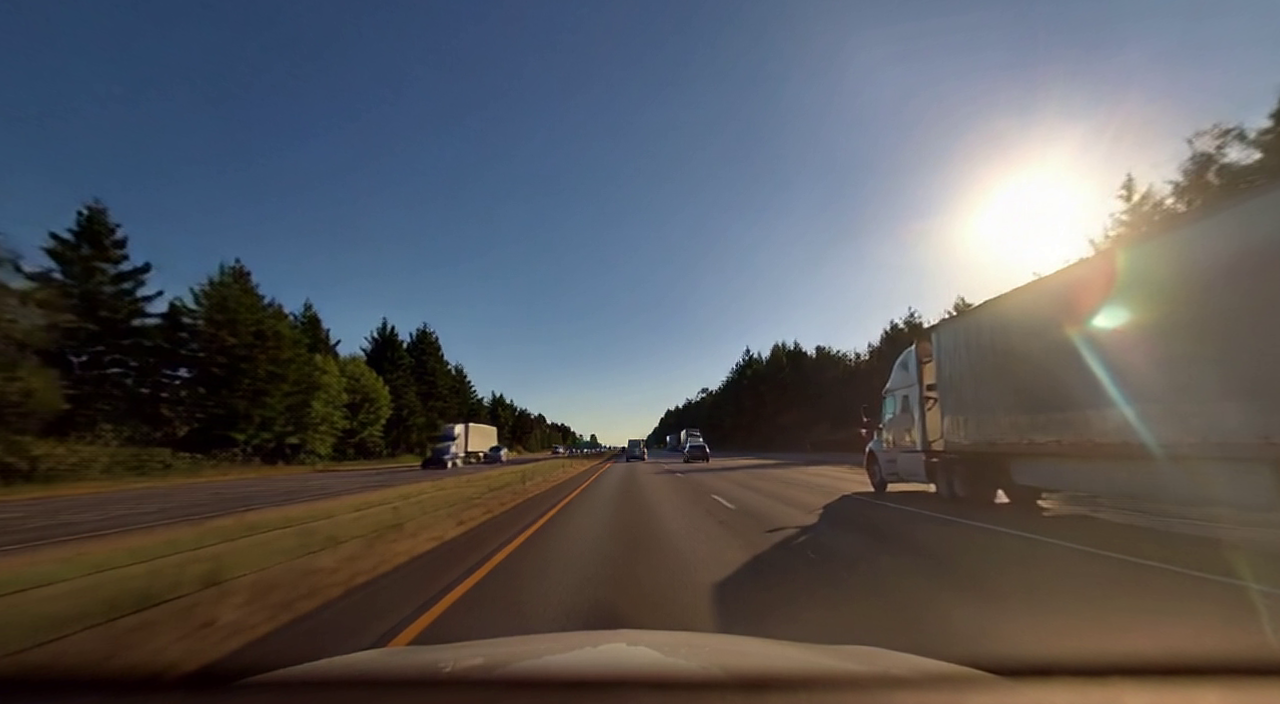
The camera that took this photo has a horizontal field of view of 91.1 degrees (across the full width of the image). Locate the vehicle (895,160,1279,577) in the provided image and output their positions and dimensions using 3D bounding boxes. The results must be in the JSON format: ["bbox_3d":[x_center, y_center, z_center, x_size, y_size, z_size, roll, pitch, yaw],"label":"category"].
[{"bbox_3d":[7.806,0.413,7.867,3.044,4.073,14.016,0,-9,-1],"label":"vehicle"}]

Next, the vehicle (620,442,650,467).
[{"bbox_3d":[-0.364,7.476,45.954,2.114,1.706,4.106,0,-9,-1],"label":"vehicle"}]

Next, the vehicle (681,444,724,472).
[{"bbox_3d":[3.629,6.248,37.222,2.025,1.534,4.179,0,-9,-2],"label":"vehicle"}]
